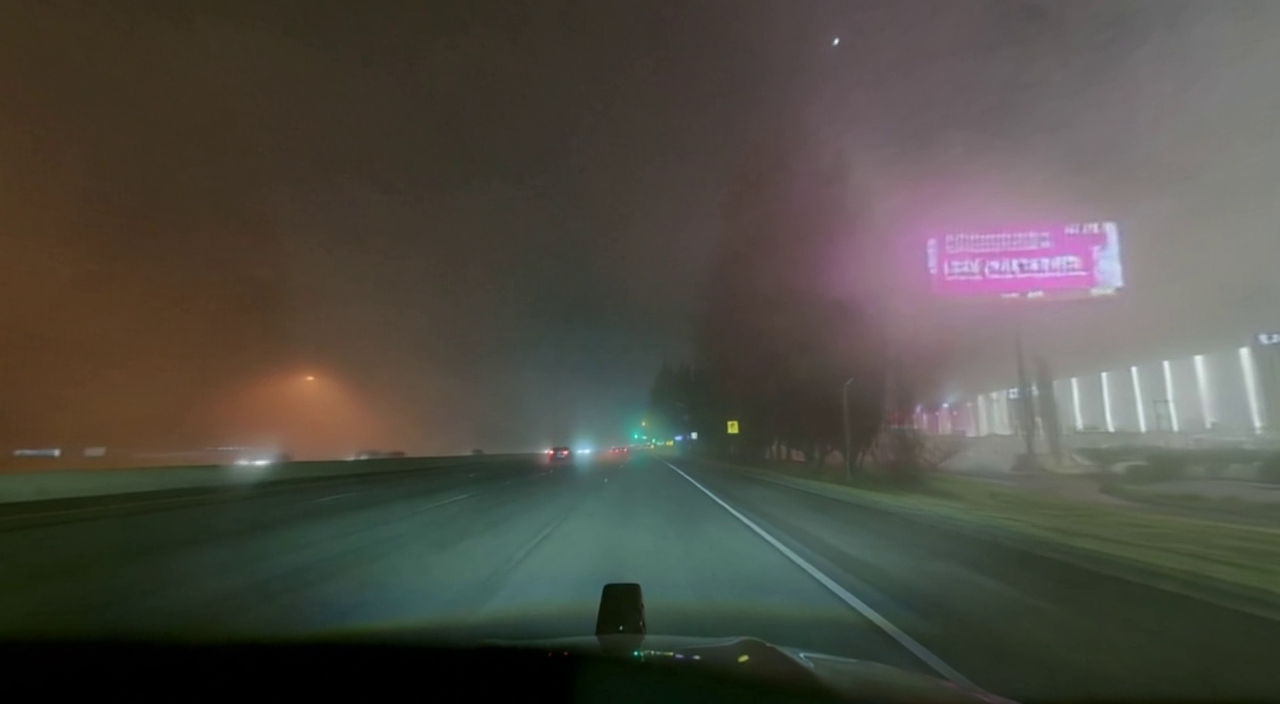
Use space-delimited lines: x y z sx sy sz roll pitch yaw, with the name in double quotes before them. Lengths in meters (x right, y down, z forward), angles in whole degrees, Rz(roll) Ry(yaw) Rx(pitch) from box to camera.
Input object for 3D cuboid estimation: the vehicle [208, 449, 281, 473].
"vehicle" -27.847 7.703 44.656 1.954 1.547 4.875 0 -8 1
